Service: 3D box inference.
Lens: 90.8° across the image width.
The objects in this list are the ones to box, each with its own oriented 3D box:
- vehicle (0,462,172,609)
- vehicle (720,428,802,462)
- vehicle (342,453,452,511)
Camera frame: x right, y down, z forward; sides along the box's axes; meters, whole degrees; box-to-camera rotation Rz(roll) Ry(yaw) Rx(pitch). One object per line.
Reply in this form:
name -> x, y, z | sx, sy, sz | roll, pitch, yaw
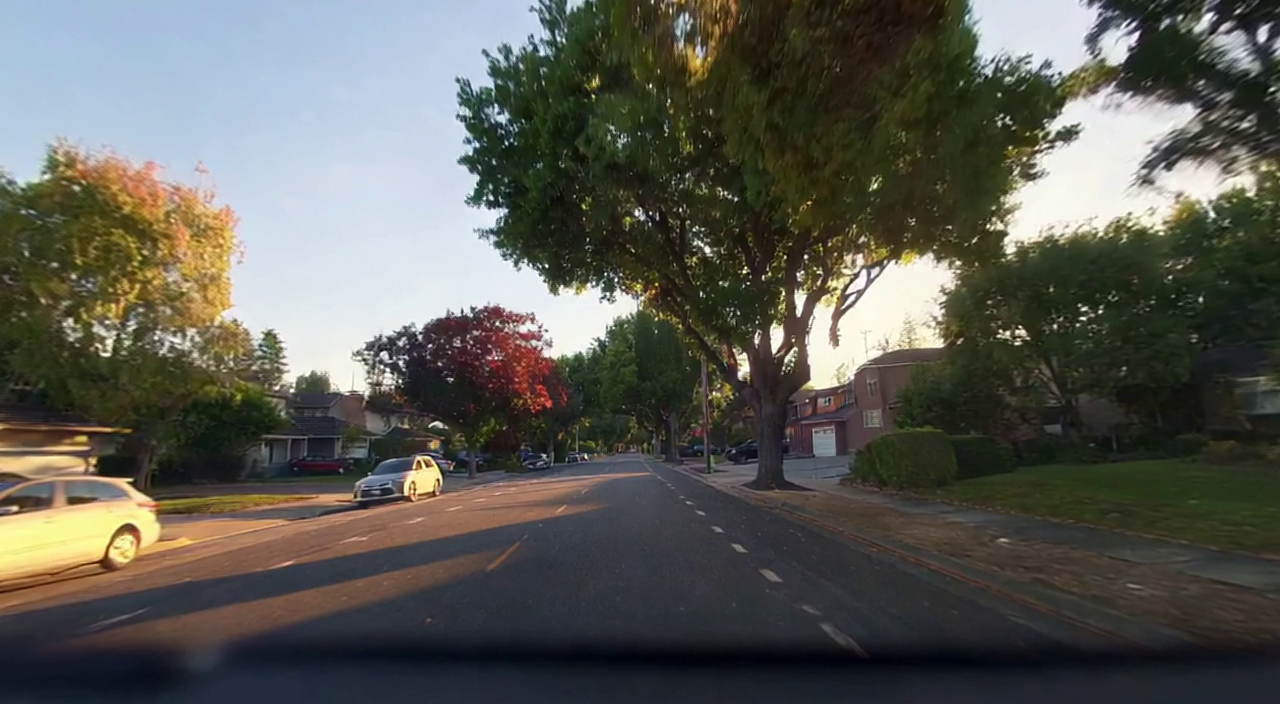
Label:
vehicle -> -7.589, 2.018, 6.729 | 1.899, 1.467, 4.466 | -5, -9, -1
vehicle -> 8.451, 6.542, 44.362 | 5.221, 1.958, 1.992 | -4, -9, -1
vehicle -> -7.848, 4.187, 20.855 | 1.919, 1.492, 4.547 | -5, -9, -2
